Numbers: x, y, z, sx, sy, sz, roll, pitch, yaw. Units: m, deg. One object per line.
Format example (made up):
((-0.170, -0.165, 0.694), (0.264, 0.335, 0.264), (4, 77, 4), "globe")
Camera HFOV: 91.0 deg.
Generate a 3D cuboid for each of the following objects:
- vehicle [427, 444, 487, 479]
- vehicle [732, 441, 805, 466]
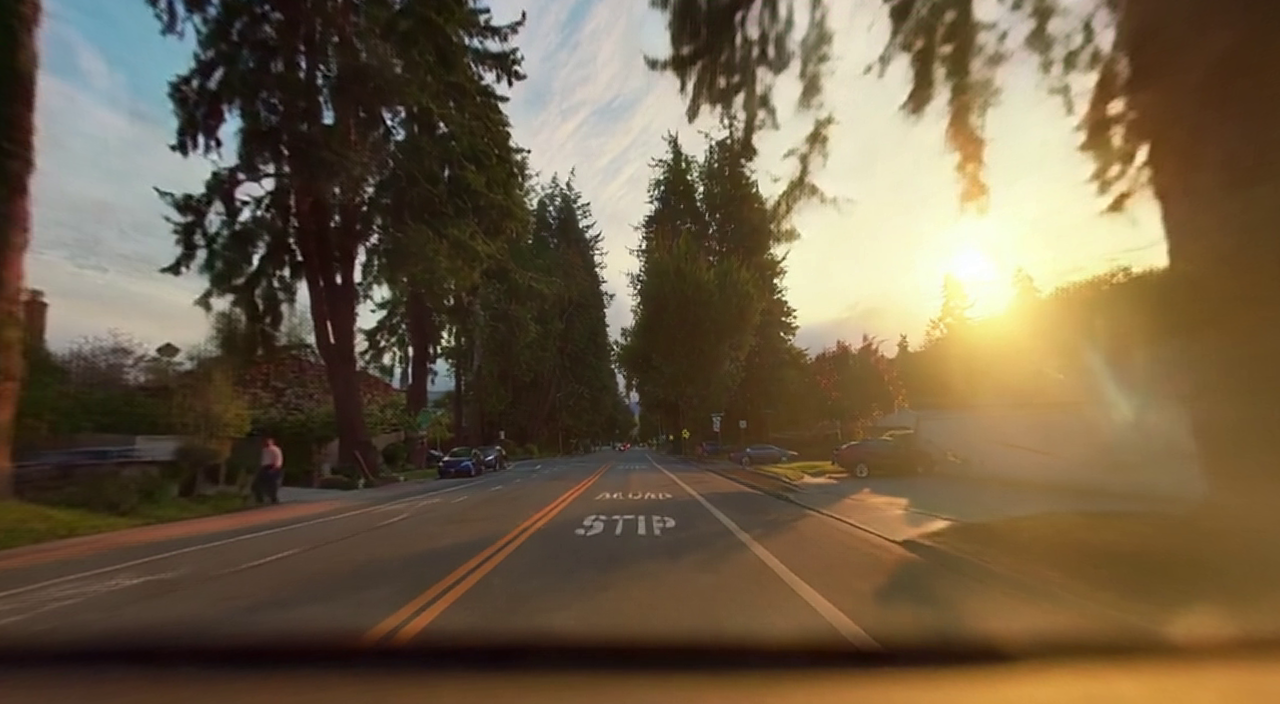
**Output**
((-9.354, 5.587, 32.473), (1.998, 1.684, 4.180), (1, -8, -3), "vehicle")
((8.097, 6.428, 40.016), (4.438, 1.466, 1.943), (-1, -8, 8), "vehicle")
